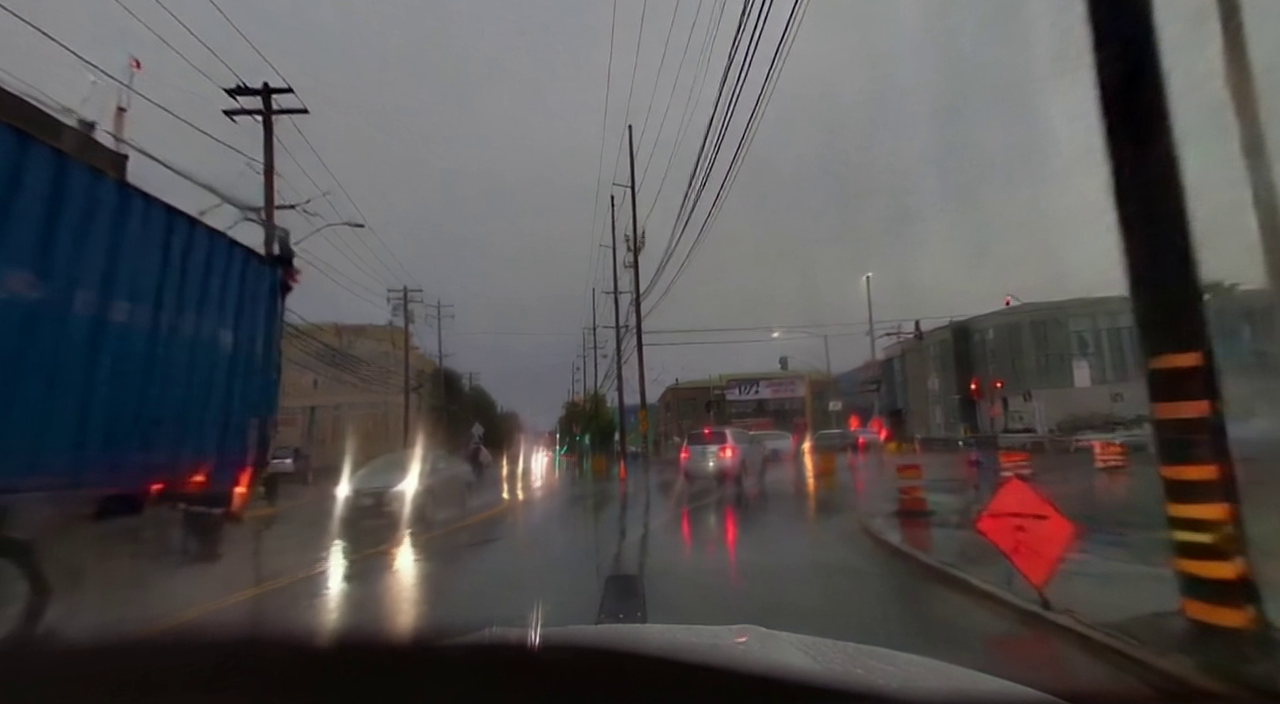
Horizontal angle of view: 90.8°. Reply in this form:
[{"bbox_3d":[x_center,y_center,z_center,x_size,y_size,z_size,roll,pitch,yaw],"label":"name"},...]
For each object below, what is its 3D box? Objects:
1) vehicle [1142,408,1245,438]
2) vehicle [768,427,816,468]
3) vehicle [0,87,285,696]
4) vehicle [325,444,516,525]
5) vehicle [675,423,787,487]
[{"bbox_3d":[35.912,4.686,41.114,1.922,1.704,4.550,4,-10,-33],"label":"vehicle"},{"bbox_3d":[8.085,5.015,33.235,2.206,1.911,5.548,-3,-9,15],"label":"vehicle"},{"bbox_3d":[-5.689,-0.151,1.304,3.007,3.800,11.011,-1,-9,3],"label":"vehicle"},{"bbox_3d":[-4.767,2.938,14.691,2.103,1.526,4.743,-2,-9,10],"label":"vehicle"},{"bbox_3d":[3.232,3.442,21.378,2.256,1.859,5.118,-5,-9,25],"label":"vehicle"}]
